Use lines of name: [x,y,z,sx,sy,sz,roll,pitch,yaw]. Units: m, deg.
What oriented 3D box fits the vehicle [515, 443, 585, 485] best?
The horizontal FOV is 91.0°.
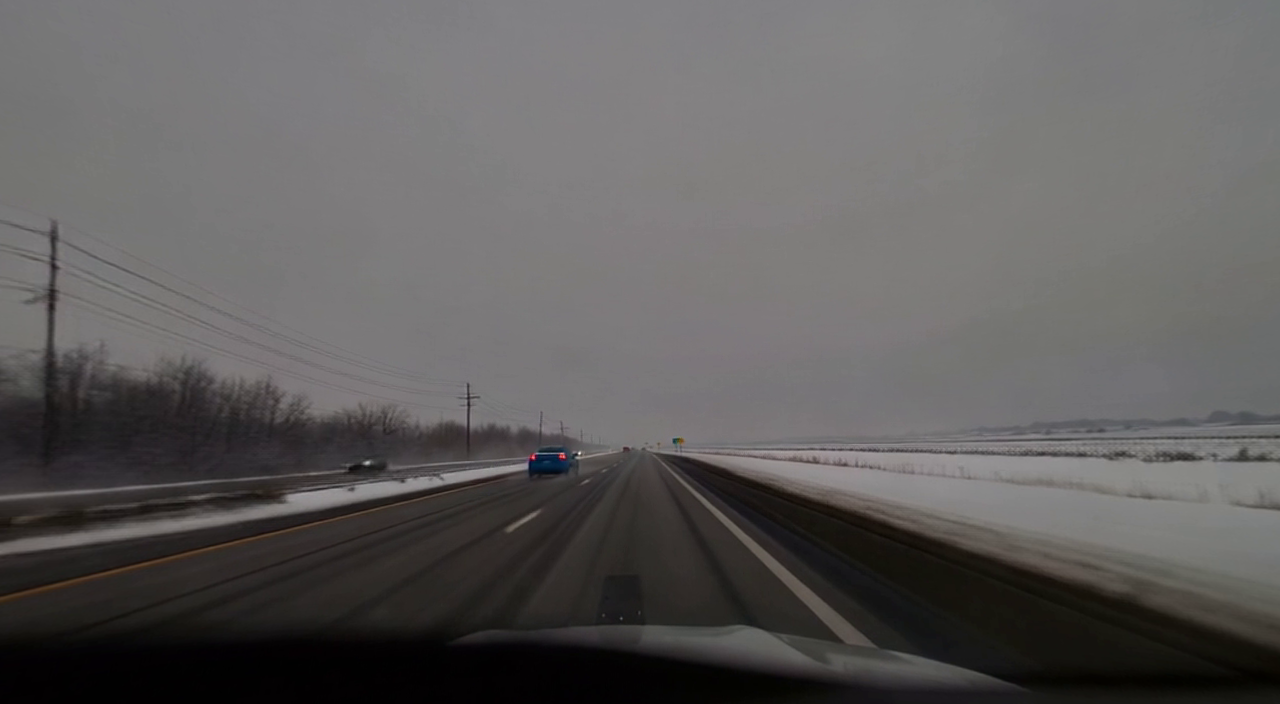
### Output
vehicle: [-3.568,4.522,25.788,2.106,1.543,4.465,0,-9,1]
